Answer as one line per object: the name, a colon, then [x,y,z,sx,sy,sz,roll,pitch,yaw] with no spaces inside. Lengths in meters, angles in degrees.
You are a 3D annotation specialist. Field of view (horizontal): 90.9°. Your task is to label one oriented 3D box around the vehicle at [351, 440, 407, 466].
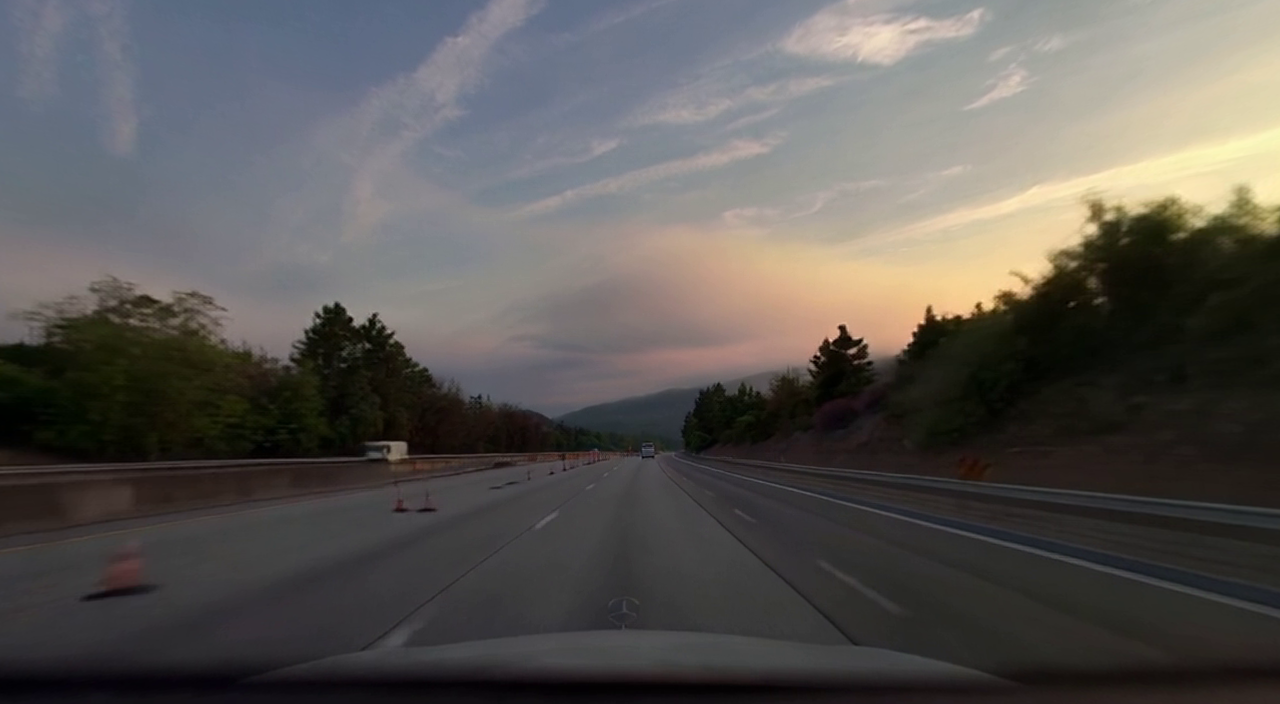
vehicle: [-20.354,7.937,49.449,2.098,1.880,5.117,0,-9,1]
